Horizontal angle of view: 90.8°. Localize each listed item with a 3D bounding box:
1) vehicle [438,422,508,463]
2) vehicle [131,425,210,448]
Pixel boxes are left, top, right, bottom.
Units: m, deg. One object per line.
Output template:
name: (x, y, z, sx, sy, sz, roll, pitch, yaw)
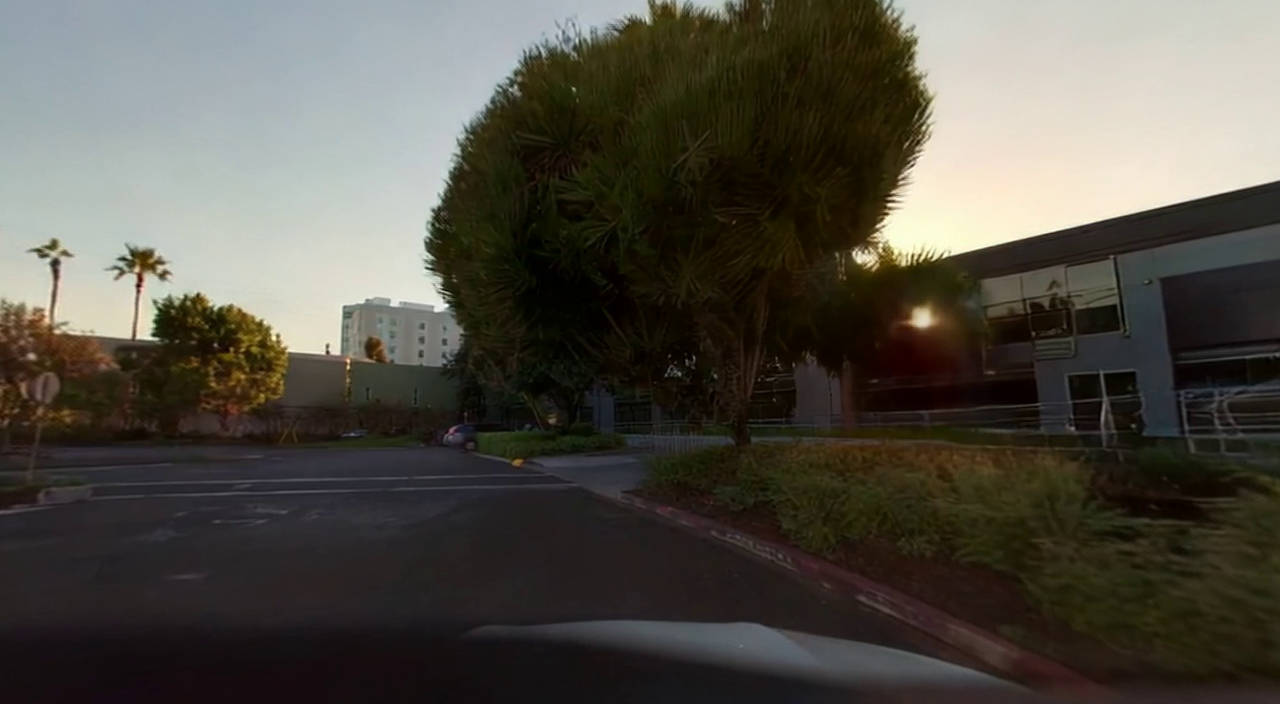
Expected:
vehicle: (-7.589, 4.080, 28.380, 2.071, 1.700, 4.367, 4, -10, -27)
vehicle: (-34.563, 6.260, 46.549, 4.457, 1.552, 1.748, 7, -11, -40)
